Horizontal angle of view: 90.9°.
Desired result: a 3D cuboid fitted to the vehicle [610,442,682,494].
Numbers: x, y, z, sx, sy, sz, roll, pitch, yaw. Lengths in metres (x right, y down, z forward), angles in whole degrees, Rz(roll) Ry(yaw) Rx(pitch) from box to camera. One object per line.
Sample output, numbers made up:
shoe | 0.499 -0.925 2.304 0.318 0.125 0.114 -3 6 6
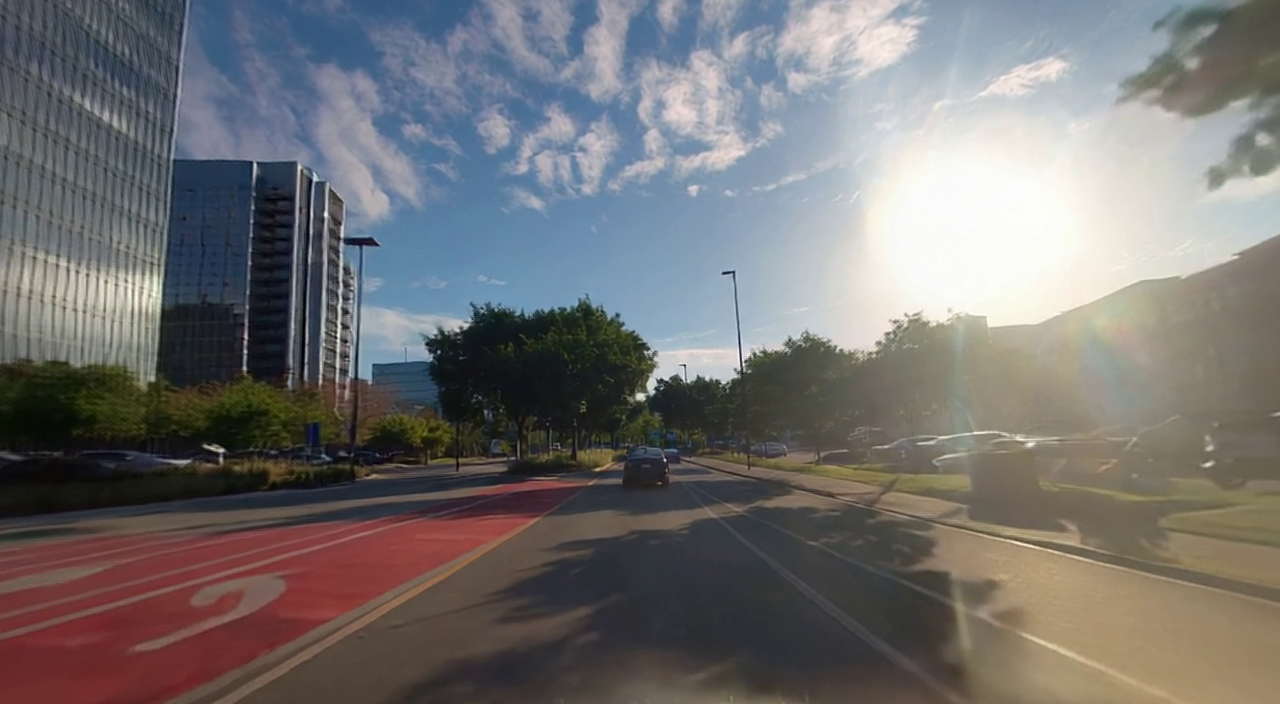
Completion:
vehicle | 0.158 3.664 20.246 2.063 1.442 4.135 0 -9 0

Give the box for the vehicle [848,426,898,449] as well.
vehicle | 15.780 5.834 42.824 1.979 1.460 3.848 -1 -9 2
